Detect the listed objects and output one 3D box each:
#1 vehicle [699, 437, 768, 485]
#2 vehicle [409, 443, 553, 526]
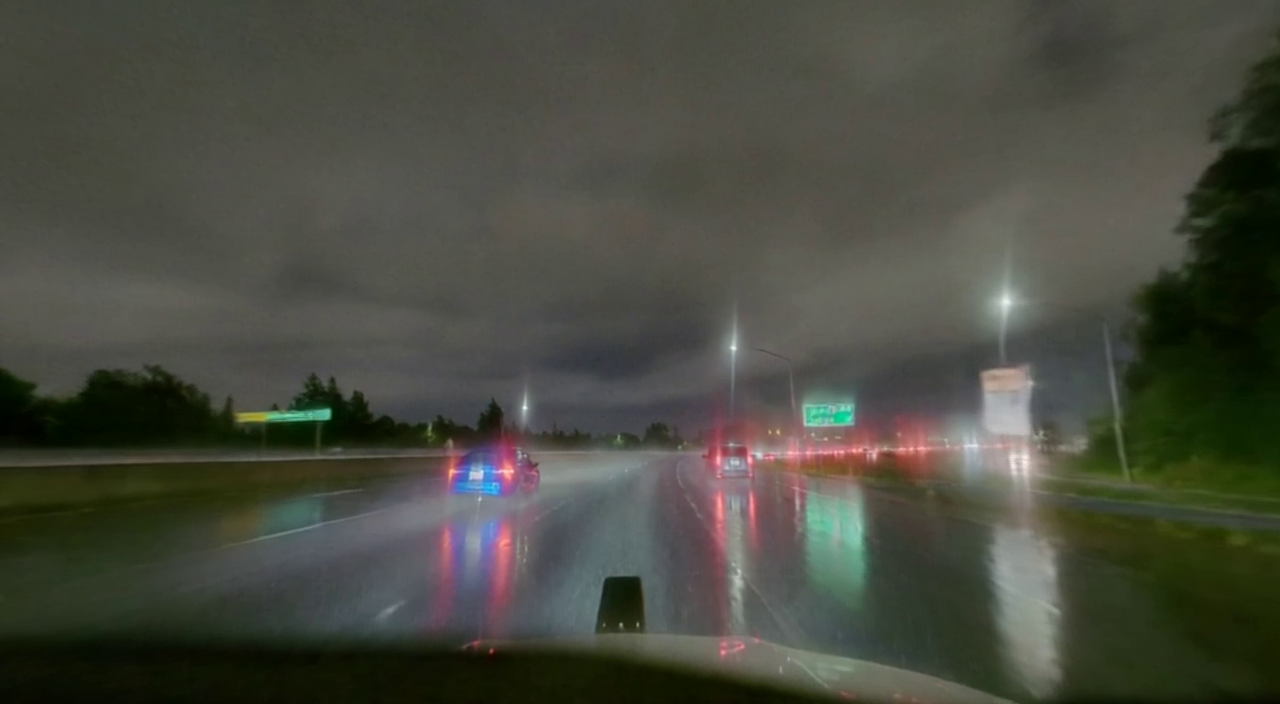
[{"bbox_3d":[3.835,4.589,26.665,2.225,1.833,4.340,0,-9,0],"label":"vehicle"},{"bbox_3d":[-3.216,2.772,13.753,1.937,1.490,4.372,0,-9,1],"label":"vehicle"}]
